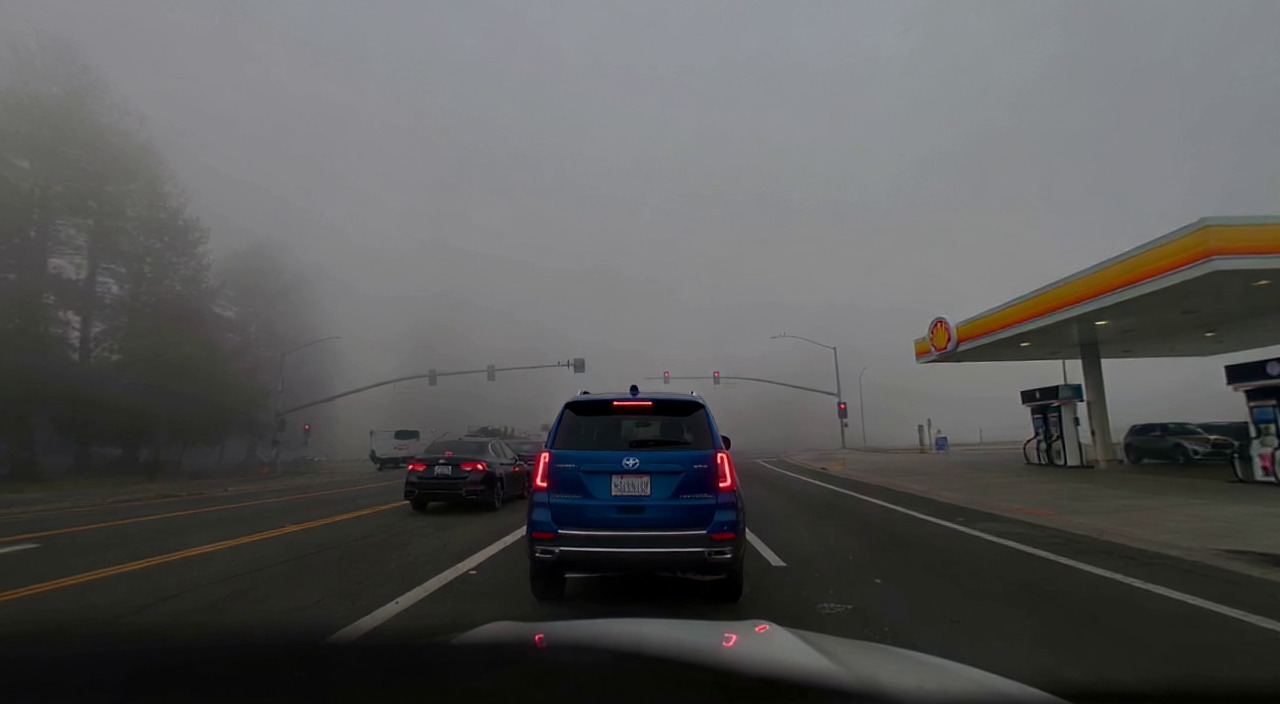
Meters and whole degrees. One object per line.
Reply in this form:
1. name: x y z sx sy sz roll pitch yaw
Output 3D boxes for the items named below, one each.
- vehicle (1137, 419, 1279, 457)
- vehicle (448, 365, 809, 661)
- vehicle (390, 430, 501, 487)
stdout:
1. vehicle: 25.935 3.954 28.787 4.551 1.616 1.973 -2 -9 11
2. vehicle: 0.013 1.314 6.148 2.236 1.819 4.291 -1 -9 3
3. vehicle: -6.649 3.702 22.157 2.065 1.753 4.525 -1 -9 6
